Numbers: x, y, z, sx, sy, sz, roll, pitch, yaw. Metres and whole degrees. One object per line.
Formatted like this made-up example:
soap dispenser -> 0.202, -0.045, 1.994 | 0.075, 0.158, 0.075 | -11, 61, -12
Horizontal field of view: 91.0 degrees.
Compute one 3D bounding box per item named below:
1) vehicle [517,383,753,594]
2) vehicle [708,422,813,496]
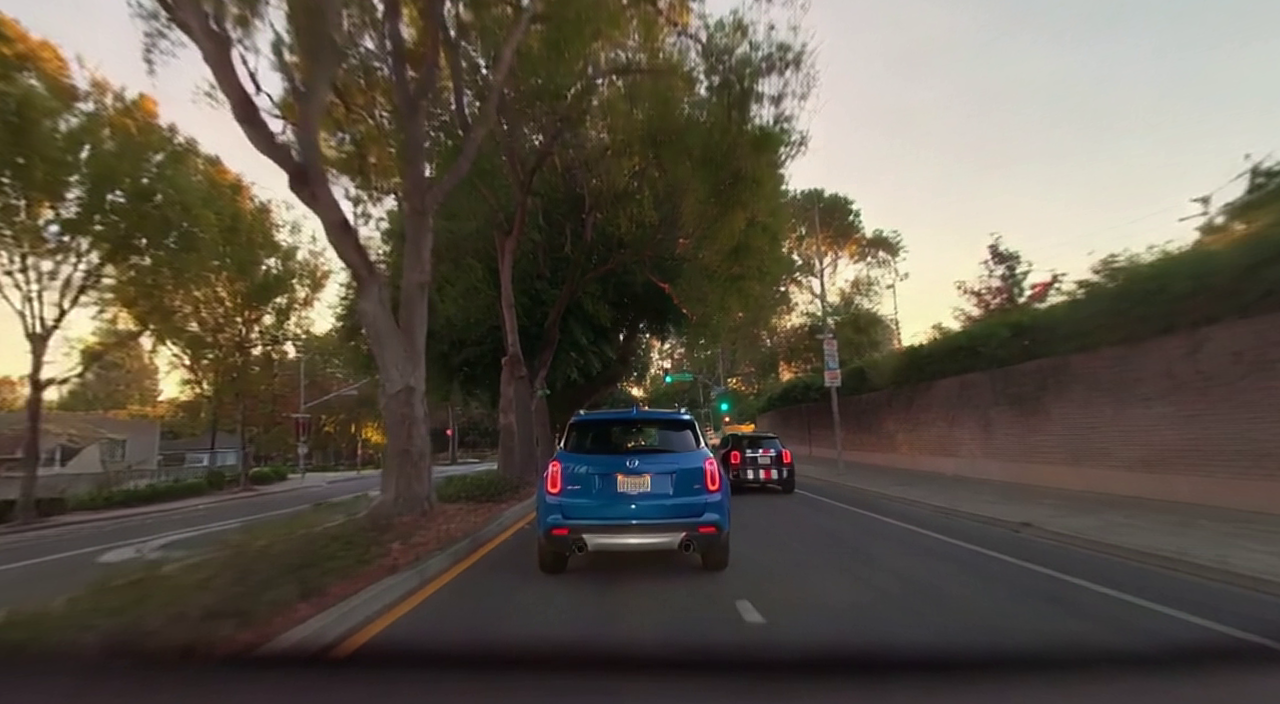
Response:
vehicle -> -0.081, 1.388, 6.978 | 1.984, 1.777, 3.148 | 0, -9, -2
vehicle -> 3.052, 2.827, 16.874 | 1.840, 1.709, 4.202 | 0, -9, -2
